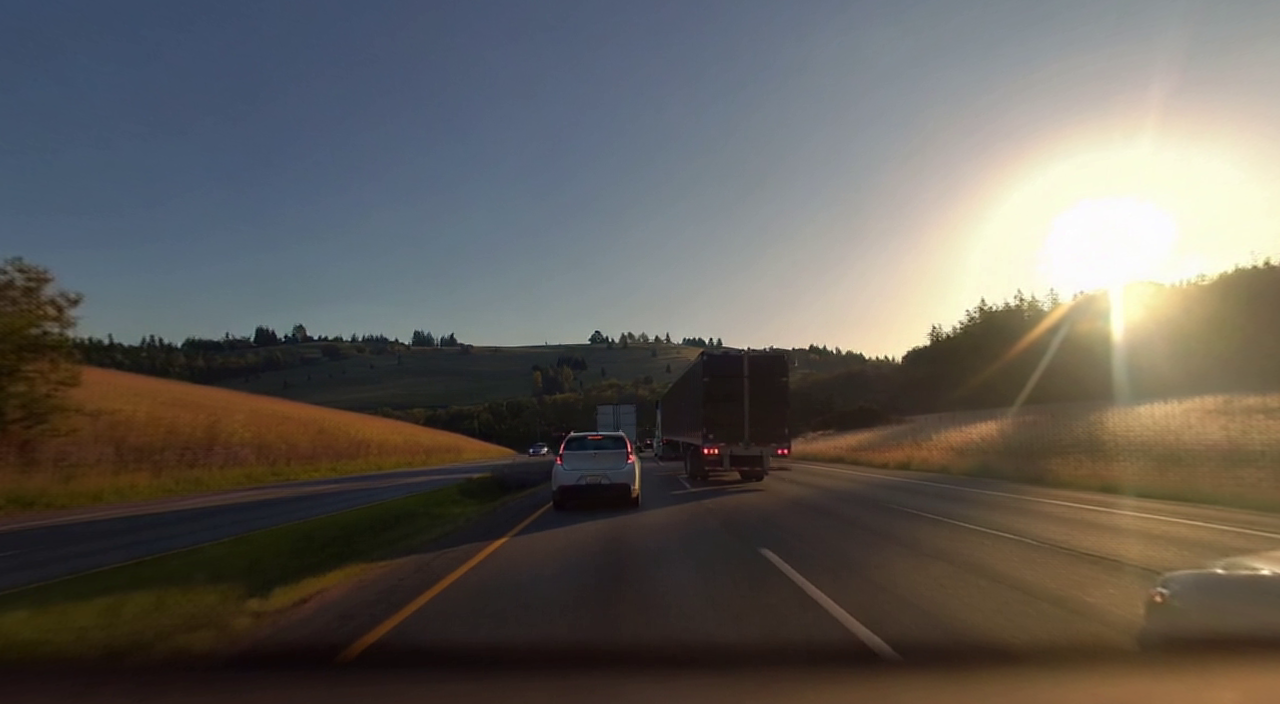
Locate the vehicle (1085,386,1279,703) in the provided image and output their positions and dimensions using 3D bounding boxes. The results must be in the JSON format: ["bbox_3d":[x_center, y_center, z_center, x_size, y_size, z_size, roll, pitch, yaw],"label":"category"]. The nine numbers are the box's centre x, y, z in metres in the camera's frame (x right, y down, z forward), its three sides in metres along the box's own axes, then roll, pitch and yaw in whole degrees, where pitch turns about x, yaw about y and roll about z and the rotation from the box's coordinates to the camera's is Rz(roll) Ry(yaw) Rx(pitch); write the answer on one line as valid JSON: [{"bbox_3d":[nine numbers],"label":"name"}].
[{"bbox_3d":[3.580,0.710,1.253,1.960,1.515,4.713,0,-8,1],"label":"vehicle"}]

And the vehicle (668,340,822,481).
[{"bbox_3d":[3.533,2.927,27.520,3.591,4.290,16.696,0,-8,-1],"label":"vehicle"}]

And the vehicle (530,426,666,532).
[{"bbox_3d":[-0.653,2.177,11.393,2.009,1.554,4.013,0,-8,-1],"label":"vehicle"}]
